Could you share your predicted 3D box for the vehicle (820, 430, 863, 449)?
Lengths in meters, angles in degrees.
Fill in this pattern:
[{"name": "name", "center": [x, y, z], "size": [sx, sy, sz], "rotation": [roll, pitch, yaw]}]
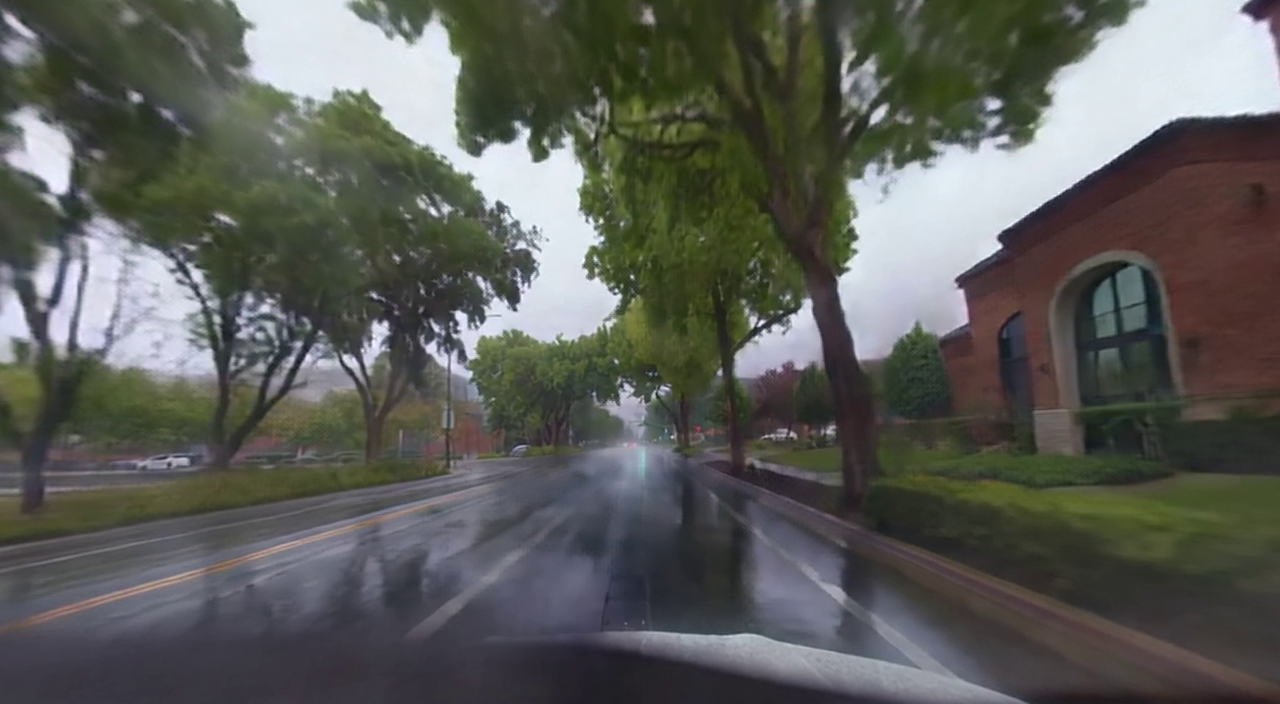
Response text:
[{"name": "vehicle", "center": [15.472, 6.777, 48.641], "size": [1.866, 1.420, 4.447], "rotation": [0, -9, -1]}]
